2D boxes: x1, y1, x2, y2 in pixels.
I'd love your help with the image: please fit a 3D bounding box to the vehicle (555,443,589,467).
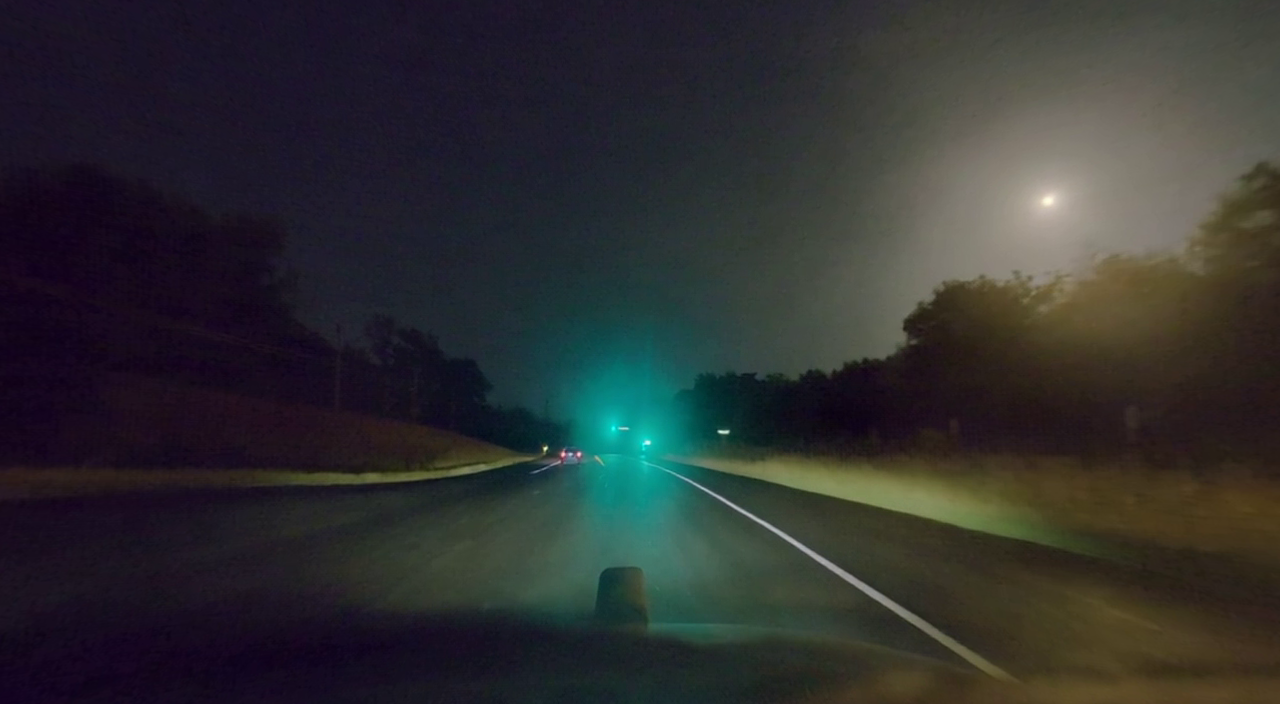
[{"bbox_3d":[-4.496,6.920,42.385,1.968,1.503,4.443,1,-9,-3],"label":"vehicle"}]
